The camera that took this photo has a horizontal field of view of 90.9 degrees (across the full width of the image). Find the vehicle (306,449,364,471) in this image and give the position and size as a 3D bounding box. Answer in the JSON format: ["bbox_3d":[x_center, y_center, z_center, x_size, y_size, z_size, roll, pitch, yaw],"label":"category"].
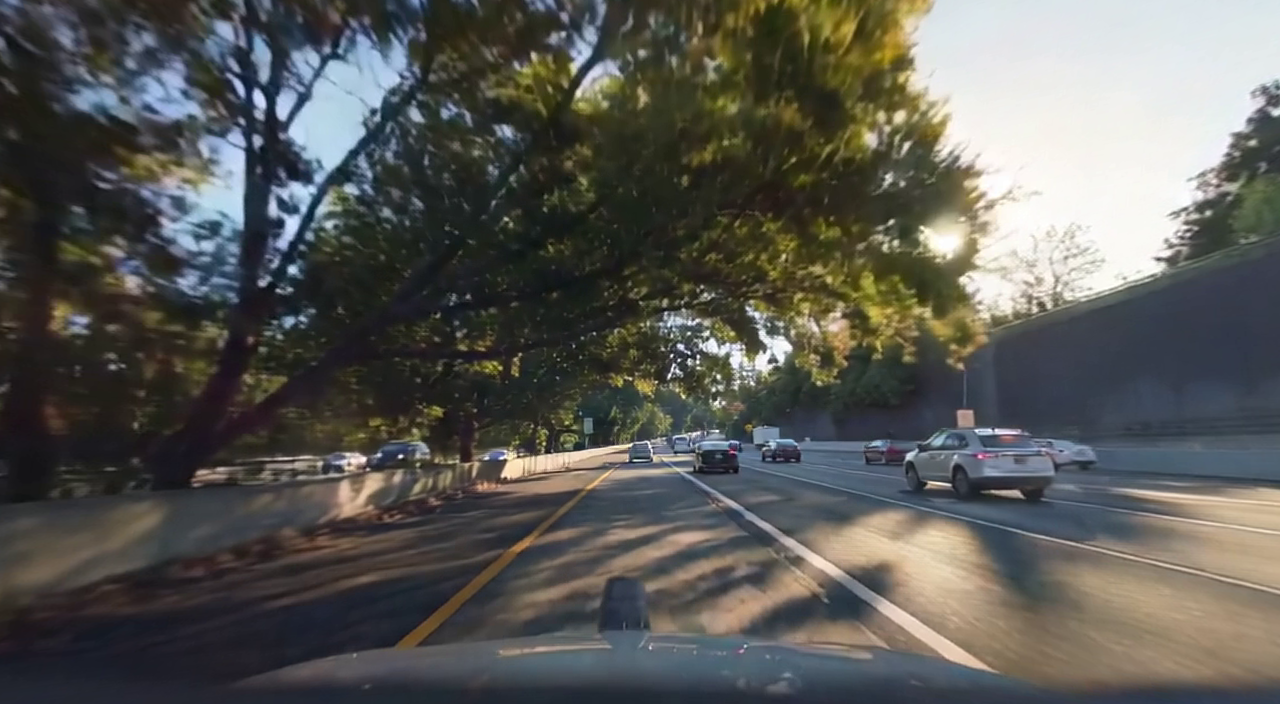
[{"bbox_3d":[-22.412,7.923,46.560,1.977,1.461,4.638,0,-8,0],"label":"vehicle"}]

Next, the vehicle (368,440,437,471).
[{"bbox_3d":[-15.031,6.587,40.312,2.250,1.805,5.631,0,-8,0],"label":"vehicle"}]

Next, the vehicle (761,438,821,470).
[{"bbox_3d":[7.665,5.213,32.399,1.919,1.476,4.303,0,-8,-1],"label":"vehicle"}]

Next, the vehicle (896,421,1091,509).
[{"bbox_3d":[7.795,2.527,14.517,1.986,1.703,4.226,0,-8,0],"label":"vehicle"}]

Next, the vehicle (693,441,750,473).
[{"bbox_3d":[3.901,5.069,30.795,2.118,1.438,4.312,0,-8,-1],"label":"vehicle"}]

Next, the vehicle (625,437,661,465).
[{"bbox_3d":[0.185,6.186,39.403,2.124,1.639,4.122,0,-8,0],"label":"vehicle"}]
